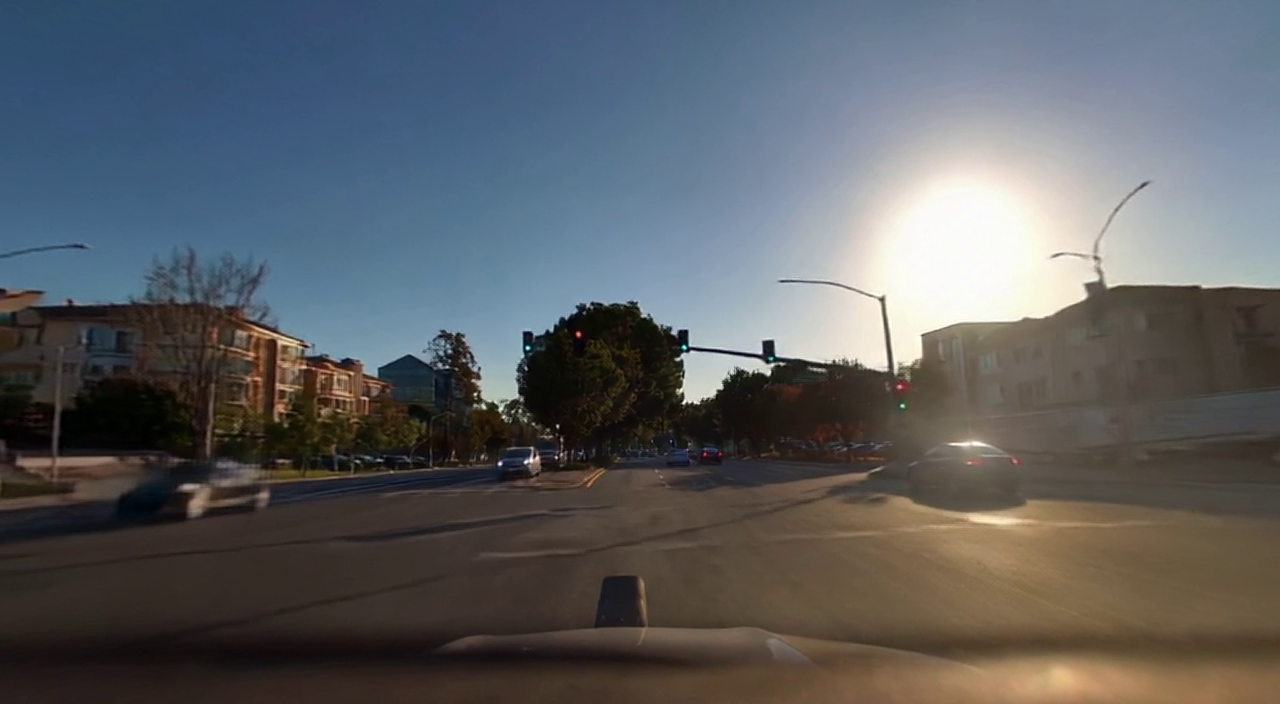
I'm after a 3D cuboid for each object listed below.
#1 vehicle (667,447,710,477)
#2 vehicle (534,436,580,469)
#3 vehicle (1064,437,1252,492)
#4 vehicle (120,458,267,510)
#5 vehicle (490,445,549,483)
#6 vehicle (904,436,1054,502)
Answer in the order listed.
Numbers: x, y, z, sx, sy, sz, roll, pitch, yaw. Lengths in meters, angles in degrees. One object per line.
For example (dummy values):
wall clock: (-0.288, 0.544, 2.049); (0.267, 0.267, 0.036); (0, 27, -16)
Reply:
vehicle: (2.650, 6.143, 35.411); (1.917, 1.538, 4.259); (0, -9, -2)
vehicle: (-5.856, 7.191, 45.389); (2.425, 2.167, 5.888); (-1, -9, 1)
vehicle: (18.965, 4.160, 23.443); (4.805, 1.619, 1.994); (-7, -9, 19)
vehicle: (-16.083, 4.736, 23.160); (2.000, 1.602, 4.626); (0, -9, 0)
vehicle: (-5.772, 5.388, 30.722); (1.986, 1.502, 4.224); (-5, -8, 0)
vehicle: (9.443, 3.289, 18.094); (1.798, 1.621, 4.304); (0, -9, -2)
